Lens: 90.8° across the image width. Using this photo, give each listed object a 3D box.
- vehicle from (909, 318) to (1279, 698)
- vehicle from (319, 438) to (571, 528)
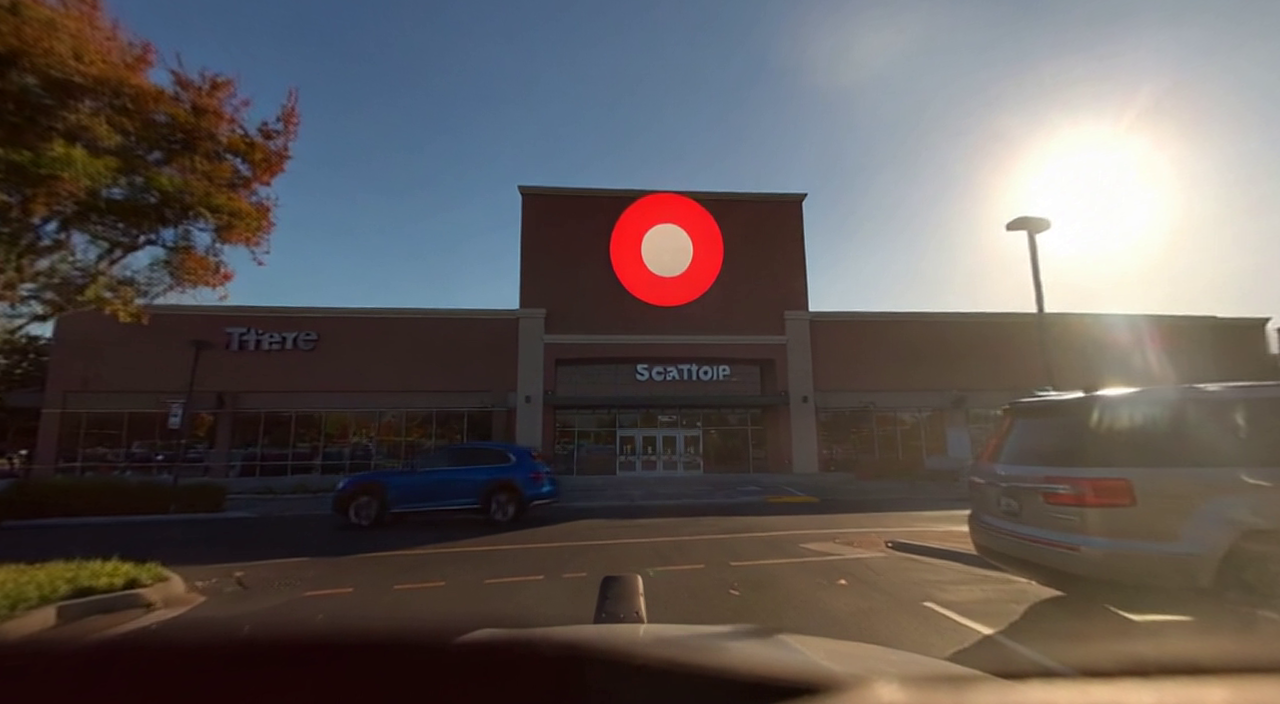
[{"bbox_3d":[5.003,0.981,4.686,4.864,1.916,2.413,1,-9,-5],"label":"vehicle"},{"bbox_3d":[-4.050,2.835,14.034,4.957,1.788,2.092,1,-9,-6],"label":"vehicle"}]
